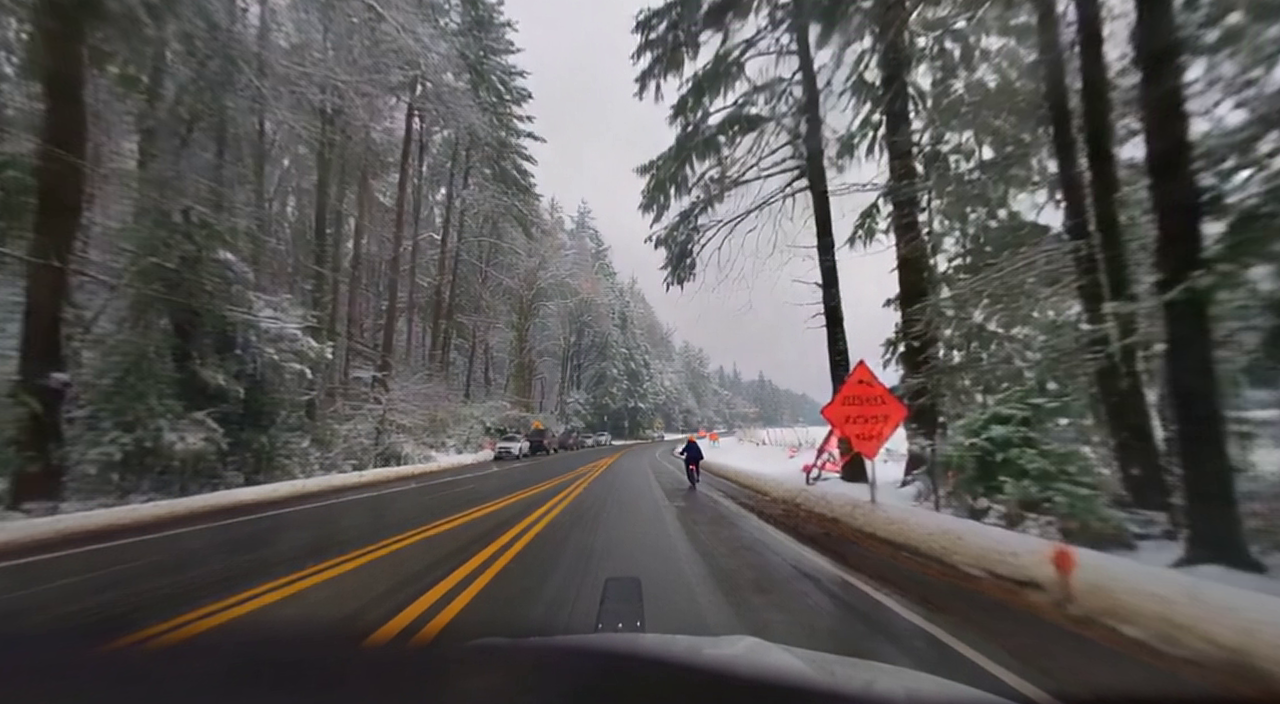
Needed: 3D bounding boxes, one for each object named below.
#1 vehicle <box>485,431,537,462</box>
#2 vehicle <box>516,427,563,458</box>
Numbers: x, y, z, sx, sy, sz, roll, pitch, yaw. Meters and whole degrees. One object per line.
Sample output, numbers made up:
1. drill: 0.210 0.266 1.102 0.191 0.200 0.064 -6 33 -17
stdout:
1. vehicle: -7.950 5.835 39.247 1.991 1.759 4.443 -3 -8 4
2. vehicle: -7.385 6.743 47.085 2.312 2.075 5.748 -3 -9 2
